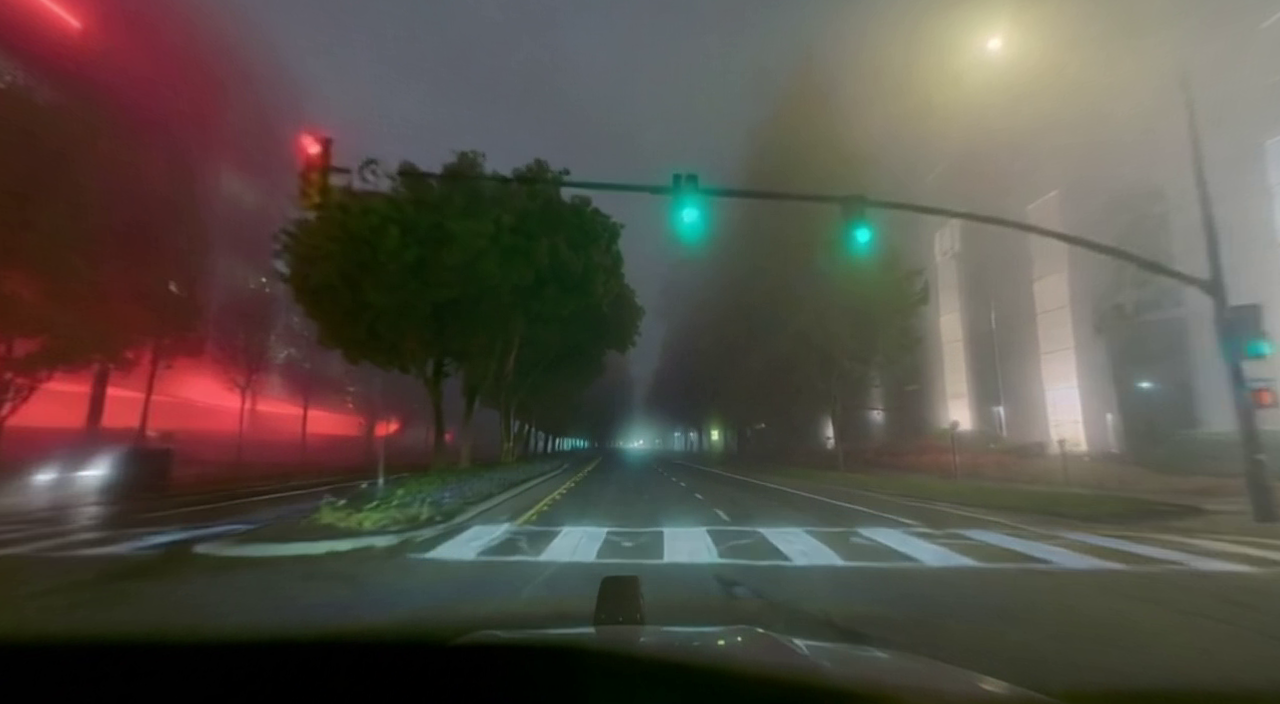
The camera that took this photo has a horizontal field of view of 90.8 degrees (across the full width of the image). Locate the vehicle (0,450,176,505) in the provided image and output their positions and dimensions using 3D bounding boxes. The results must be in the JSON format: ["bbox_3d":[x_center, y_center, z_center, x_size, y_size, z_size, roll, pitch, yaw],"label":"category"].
[{"bbox_3d":[-16.552,3.680,18.964,1.924,1.434,4.456,0,-9,-1],"label":"vehicle"}]
